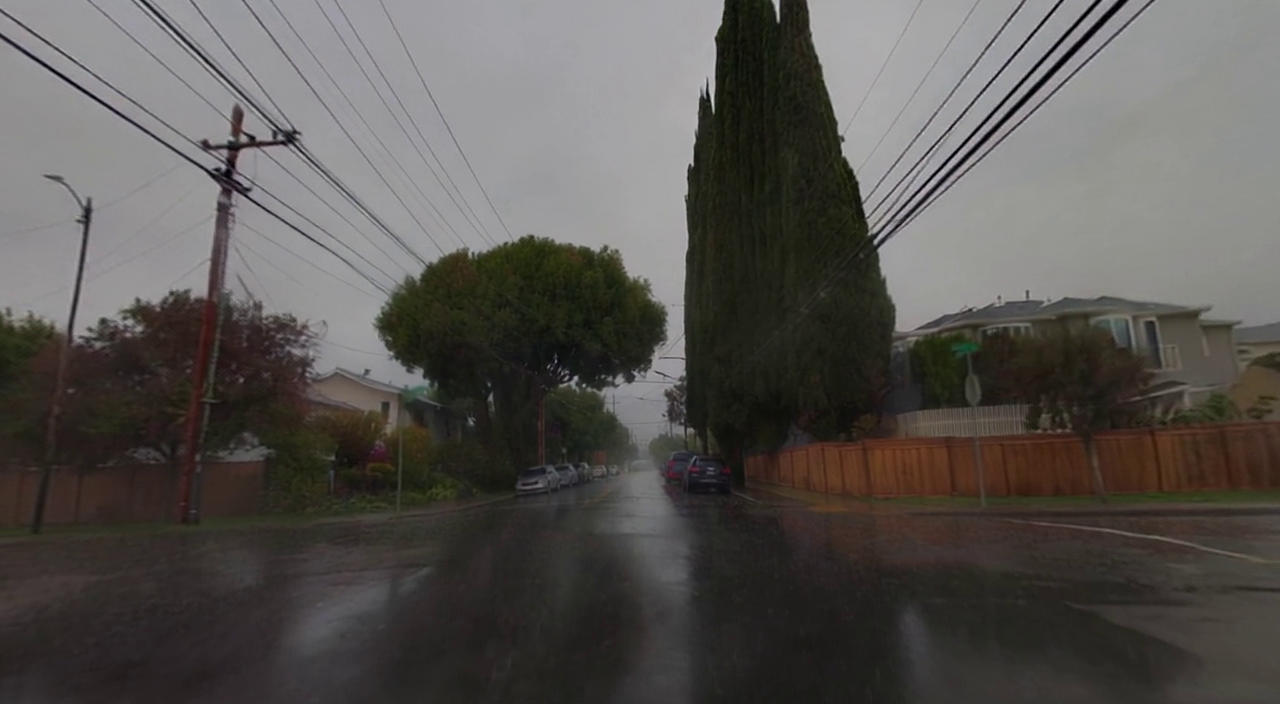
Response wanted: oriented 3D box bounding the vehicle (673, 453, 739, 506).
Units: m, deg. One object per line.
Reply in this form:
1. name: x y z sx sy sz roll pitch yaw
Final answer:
1. vehicle: 2.592 5.115 25.824 2.051 1.874 4.459 0 -8 -2

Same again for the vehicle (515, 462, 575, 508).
1. vehicle: -4.294 6.095 29.327 2.189 1.771 4.571 0 -8 -1
